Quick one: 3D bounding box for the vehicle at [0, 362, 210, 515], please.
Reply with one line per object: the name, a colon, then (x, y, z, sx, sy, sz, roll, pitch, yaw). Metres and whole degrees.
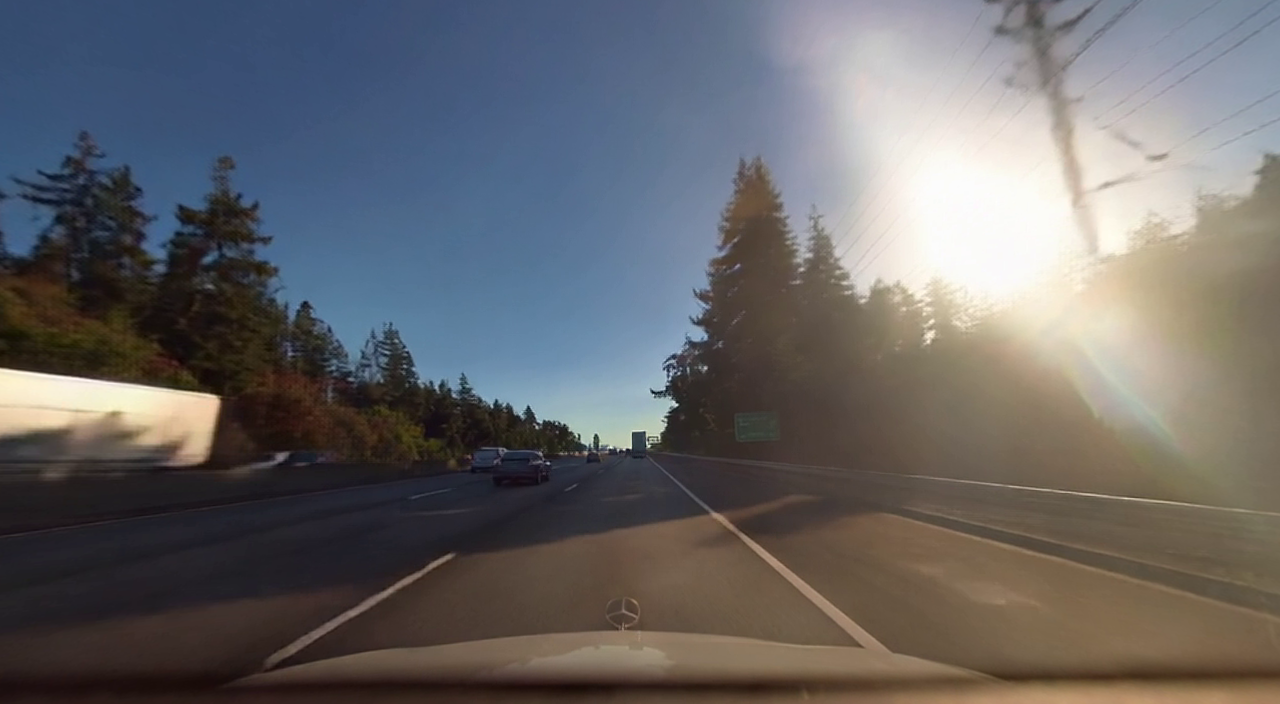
vehicle: (-18.214, 2.462, 17.705, 2.907, 3.949, 13.475, 0, -9, -1)

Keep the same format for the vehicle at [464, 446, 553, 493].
vehicle: (-4.401, 4.025, 21.881, 2.106, 1.445, 4.404, 0, -9, 0)
